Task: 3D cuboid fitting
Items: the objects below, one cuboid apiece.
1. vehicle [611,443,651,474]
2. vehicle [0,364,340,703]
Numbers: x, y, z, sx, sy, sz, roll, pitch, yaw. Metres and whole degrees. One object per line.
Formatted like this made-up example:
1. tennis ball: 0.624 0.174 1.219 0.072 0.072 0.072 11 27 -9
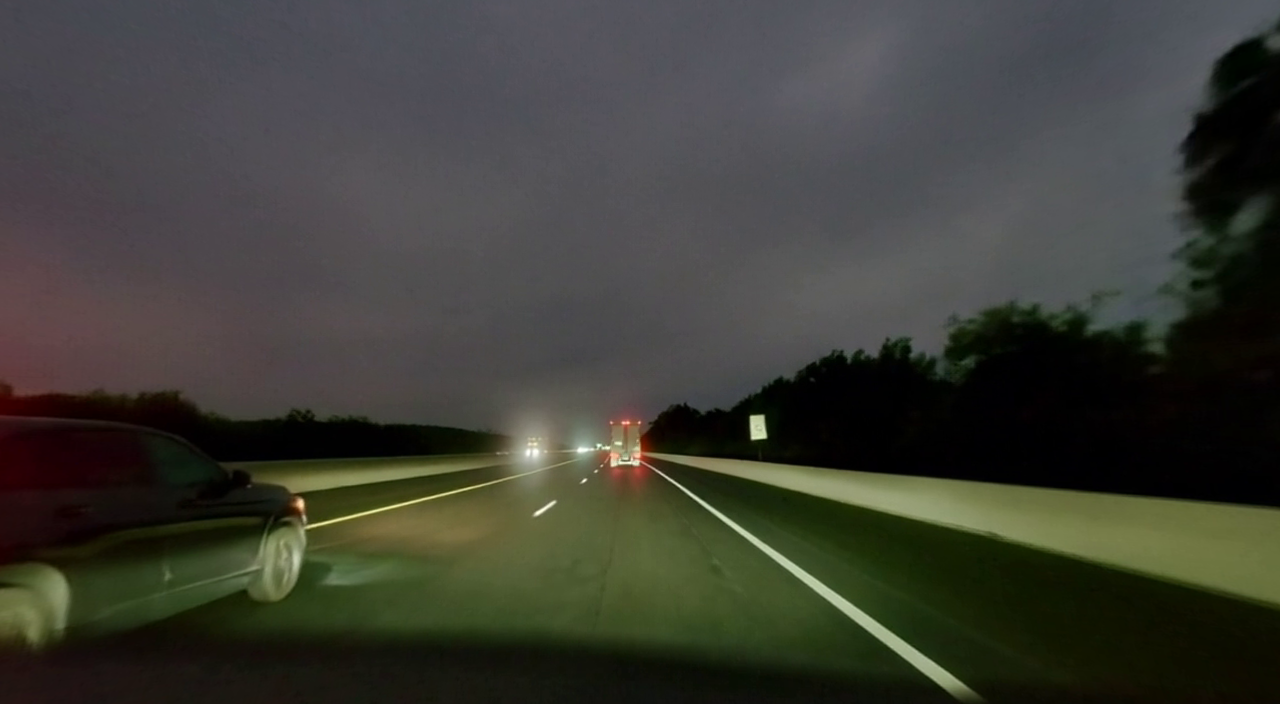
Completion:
1. vehicle: -0.530 6.299 37.240 2.230 1.715 4.243 0 -9 -1
2. vehicle: -3.979 1.019 3.616 2.181 1.653 4.691 0 -9 0
